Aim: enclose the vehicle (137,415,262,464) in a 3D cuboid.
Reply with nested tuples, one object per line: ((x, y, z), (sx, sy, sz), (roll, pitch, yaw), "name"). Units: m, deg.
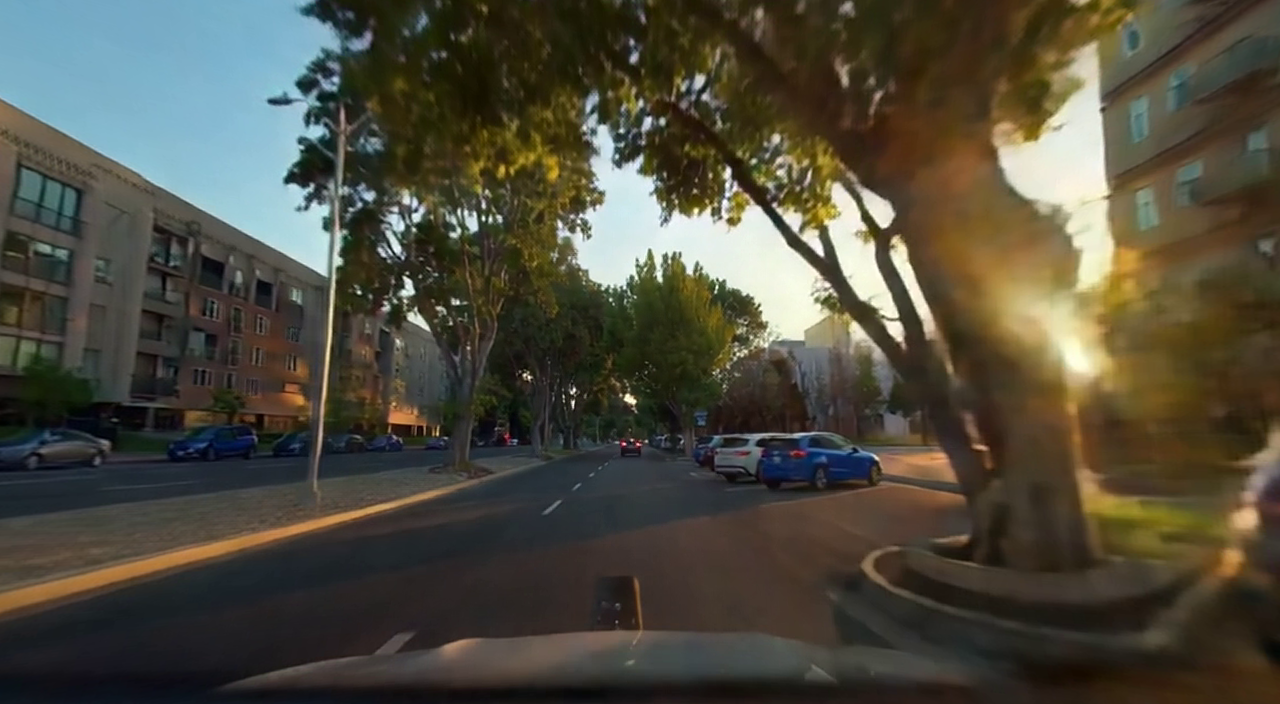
((-18.917, 3.800, 27.341), (1.972, 1.839, 4.553), (3, -8, 1), "vehicle")

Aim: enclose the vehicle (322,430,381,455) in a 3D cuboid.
((-18.906, 5.959, 41.462), (1.811, 1.502, 4.639), (0, -8, -1), "vehicle")

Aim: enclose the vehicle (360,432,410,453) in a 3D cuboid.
((-19.168, 6.860, 47.567), (1.869, 1.494, 4.833), (0, -8, -2), "vehicle")

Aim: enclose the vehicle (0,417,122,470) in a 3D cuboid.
((-18.936, 2.896, 19.879), (1.822, 1.506, 3.809), (-1, -8, 1), "vehicle")

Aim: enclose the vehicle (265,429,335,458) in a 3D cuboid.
((-18.963, 5.110, 35.334), (1.807, 1.501, 4.134), (0, -8, -3), "vehicle")

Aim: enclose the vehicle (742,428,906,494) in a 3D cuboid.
((4.797, 2.744, 16.269), (4.047, 1.497, 1.898), (5, -10, -35), "vehicle")
